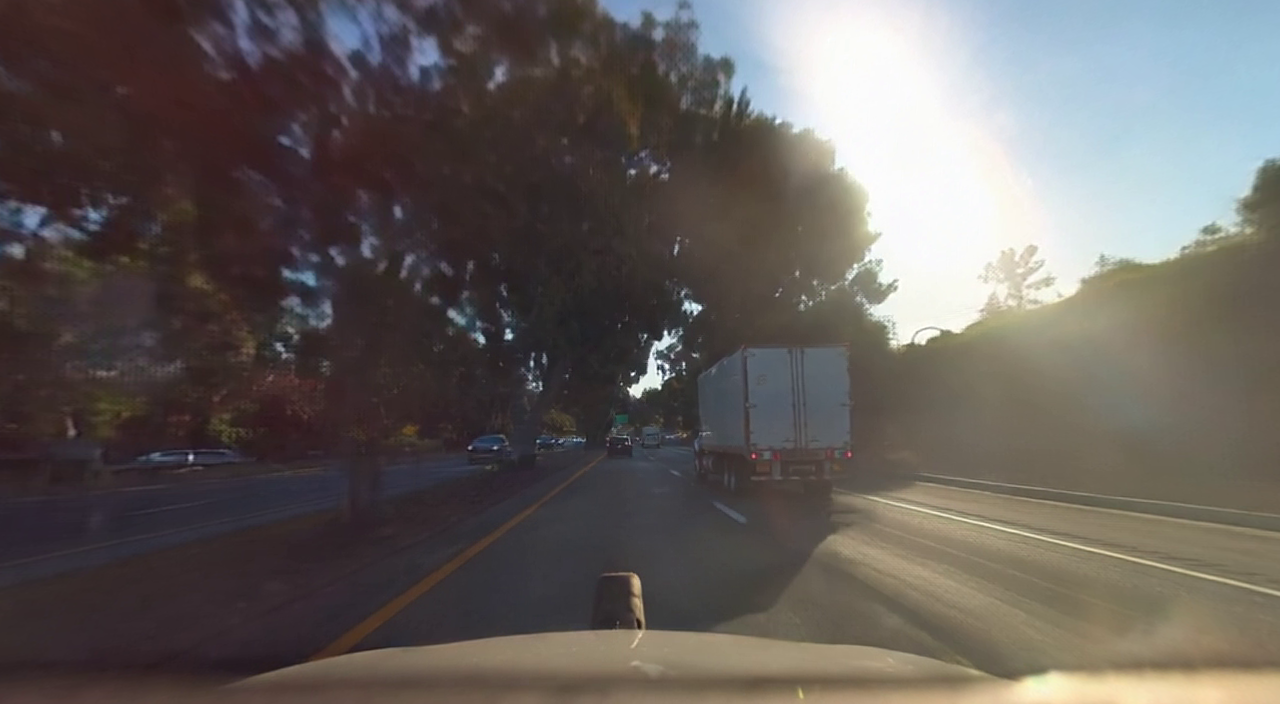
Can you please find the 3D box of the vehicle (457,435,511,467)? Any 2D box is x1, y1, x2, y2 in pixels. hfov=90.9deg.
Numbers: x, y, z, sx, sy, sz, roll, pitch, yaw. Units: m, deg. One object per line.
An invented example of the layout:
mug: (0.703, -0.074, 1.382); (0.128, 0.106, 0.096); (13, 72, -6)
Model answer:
vehicle: (-9.157, 5.817, 37.363); (2.035, 1.768, 4.740); (0, -8, -1)

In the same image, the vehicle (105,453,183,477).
vehicle: (-35.694, 8.136, 45.539); (1.944, 1.482, 4.551); (0, -7, -1)

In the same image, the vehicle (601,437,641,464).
vehicle: (-1.091, 5.745, 37.131); (2.259, 1.466, 3.693); (0, -7, -1)

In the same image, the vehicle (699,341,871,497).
vehicle: (3.662, 2.041, 18.428); (2.921, 3.526, 8.207); (0, -8, -1)
